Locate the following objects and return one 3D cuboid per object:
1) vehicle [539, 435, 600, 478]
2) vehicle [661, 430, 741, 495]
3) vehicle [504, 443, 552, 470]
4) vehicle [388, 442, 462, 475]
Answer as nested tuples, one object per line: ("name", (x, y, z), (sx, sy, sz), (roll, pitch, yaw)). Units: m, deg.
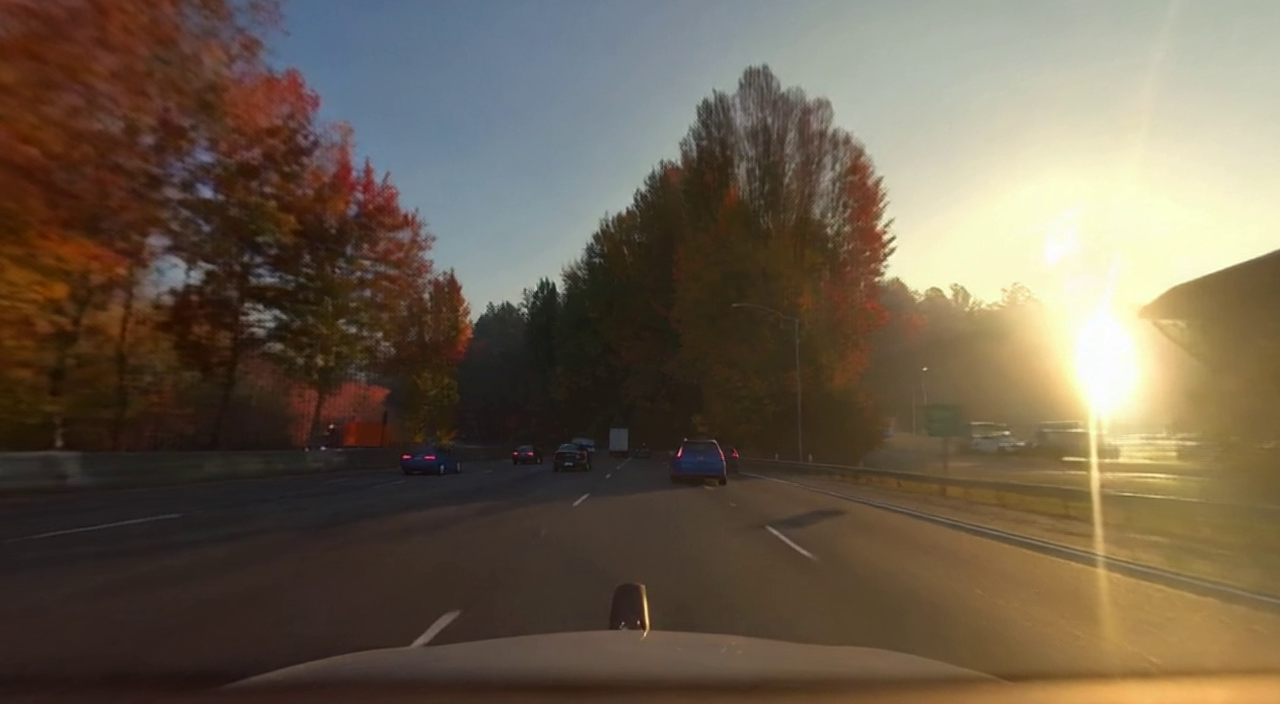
("vehicle", (-3.040, 4.652, 28.137), (2.111, 1.742, 4.315), (0, -9, 1))
("vehicle", (1.739, 3.347, 19.400), (2.101, 1.742, 4.495), (0, -9, 1))
("vehicle", (-6.925, 6.502, 39.371), (2.057, 1.496, 4.661), (0, -9, 1))
("vehicle", (-10.708, 5.333, 31.730), (2.006, 1.509, 4.634), (0, -9, 1))
